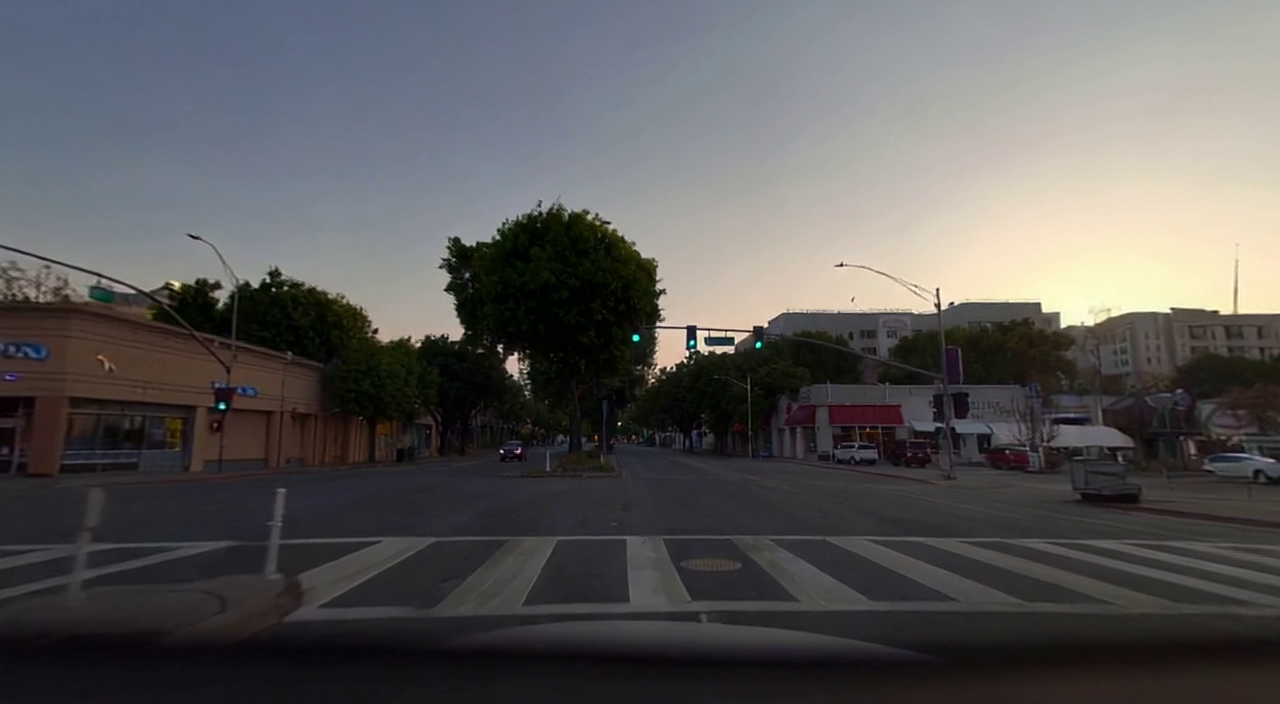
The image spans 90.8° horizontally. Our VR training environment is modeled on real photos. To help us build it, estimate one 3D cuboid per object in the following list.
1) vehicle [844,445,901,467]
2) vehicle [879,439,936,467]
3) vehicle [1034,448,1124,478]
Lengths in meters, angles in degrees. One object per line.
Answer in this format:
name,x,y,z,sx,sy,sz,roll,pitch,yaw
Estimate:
vehicle,16.858,7.543,46.046,2.073,1.519,4.429,1,-8,-7
vehicle,19.333,7.317,45.891,2.087,1.868,4.004,1,-8,-5
vehicle,25.811,6.515,37.358,1.929,1.613,4.530,0,-8,-2
